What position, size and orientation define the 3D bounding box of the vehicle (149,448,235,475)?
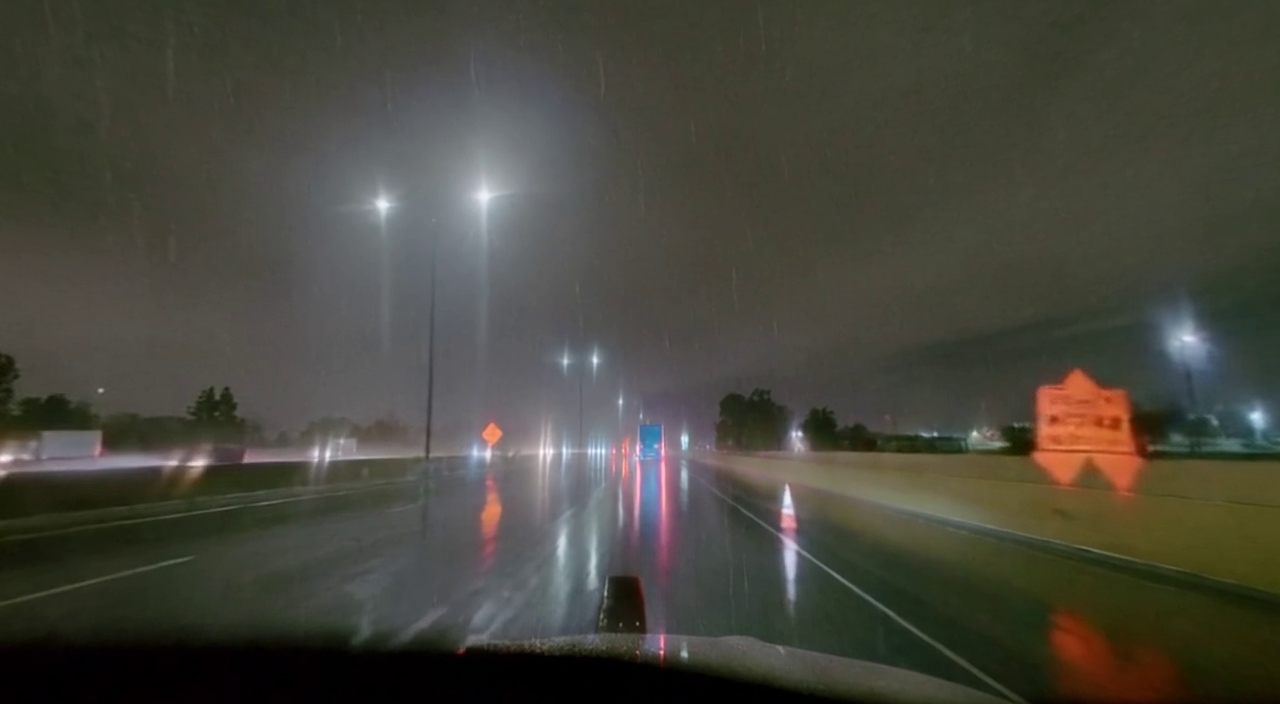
[{"bbox_3d":[-26.469,6.446,37.414,1.859,1.484,4.516,0,-9,-1],"label":"vehicle"}]
